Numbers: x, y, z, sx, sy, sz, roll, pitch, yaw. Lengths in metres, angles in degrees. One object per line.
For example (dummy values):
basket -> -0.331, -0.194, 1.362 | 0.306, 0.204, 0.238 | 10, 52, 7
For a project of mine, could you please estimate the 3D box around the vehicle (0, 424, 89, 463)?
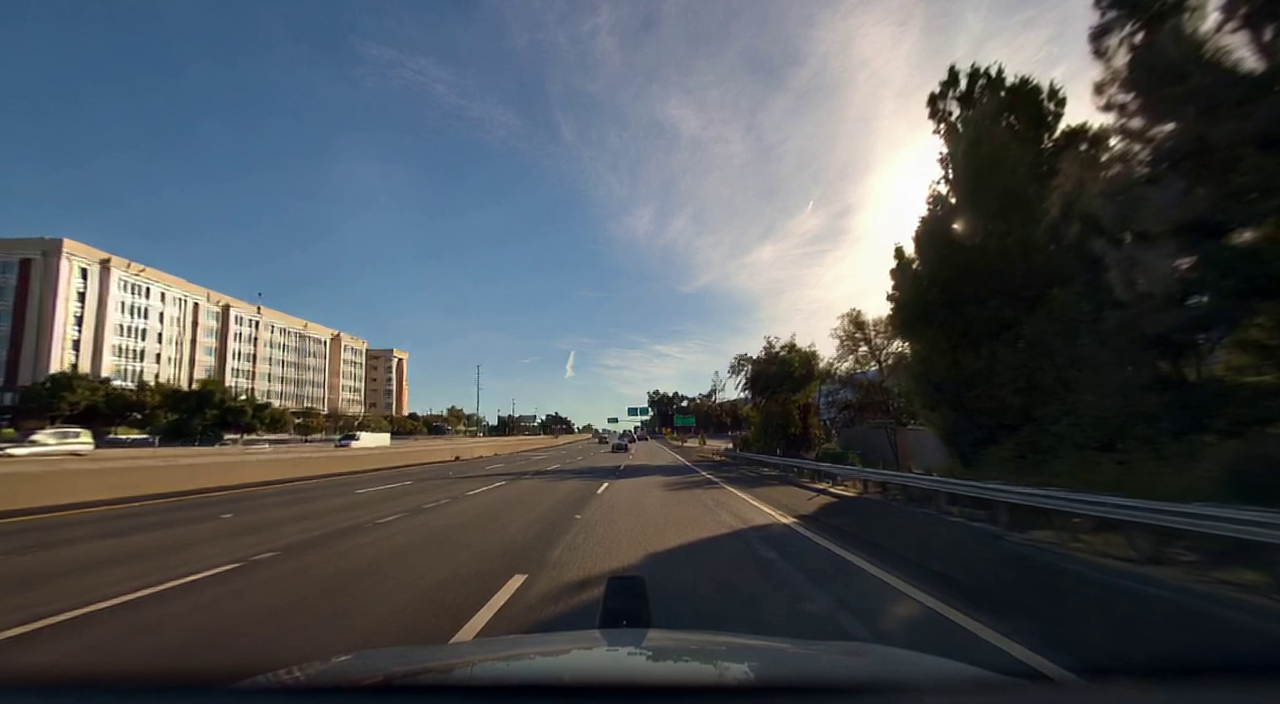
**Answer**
vehicle -> -25.141, 3.774, 25.890 | 1.799, 1.466, 3.554 | 0, -9, -2
